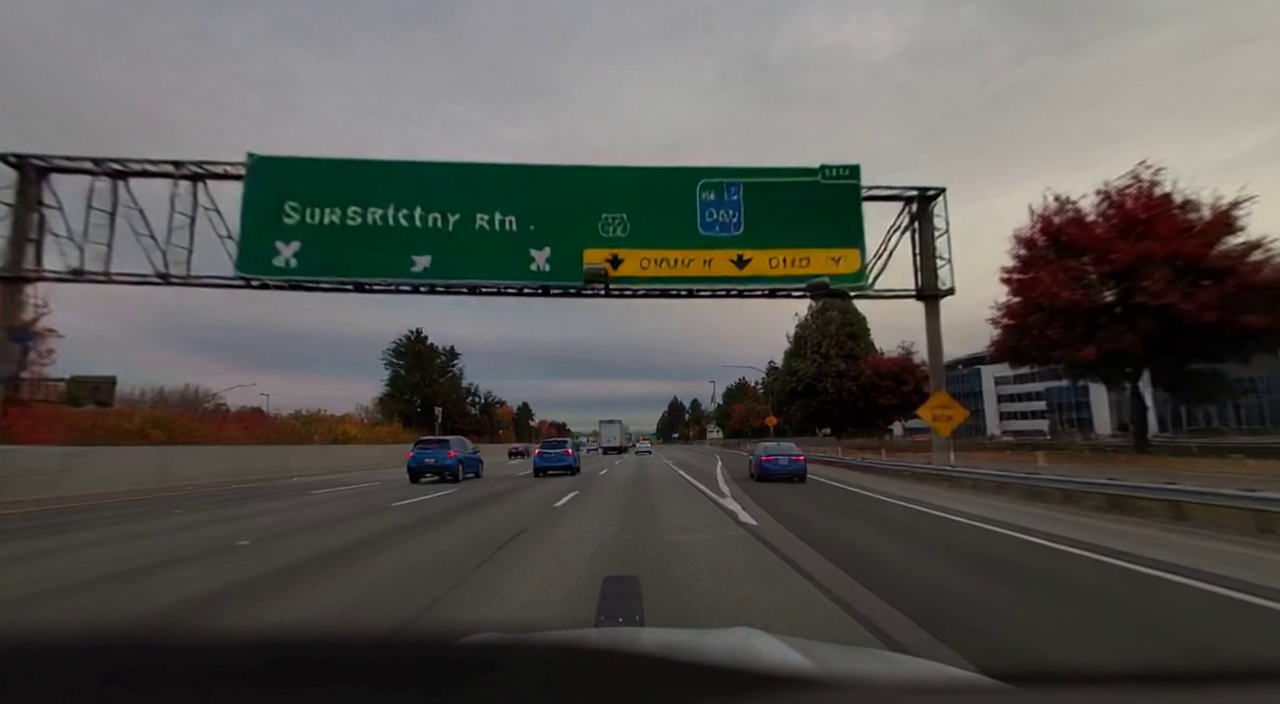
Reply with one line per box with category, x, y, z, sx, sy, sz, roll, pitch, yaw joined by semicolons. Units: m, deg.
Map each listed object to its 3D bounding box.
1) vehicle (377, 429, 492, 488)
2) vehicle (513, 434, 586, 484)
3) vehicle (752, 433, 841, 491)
vehicle;-7.253;3.832;22.981;2.314;1.842;5.279;0;-9;1
vehicle;-3.383;4.092;24.362;2.111;1.742;4.315;0;-9;1
vehicle;5.195;3.704;21.618;2.101;1.742;4.495;0;-9;3
